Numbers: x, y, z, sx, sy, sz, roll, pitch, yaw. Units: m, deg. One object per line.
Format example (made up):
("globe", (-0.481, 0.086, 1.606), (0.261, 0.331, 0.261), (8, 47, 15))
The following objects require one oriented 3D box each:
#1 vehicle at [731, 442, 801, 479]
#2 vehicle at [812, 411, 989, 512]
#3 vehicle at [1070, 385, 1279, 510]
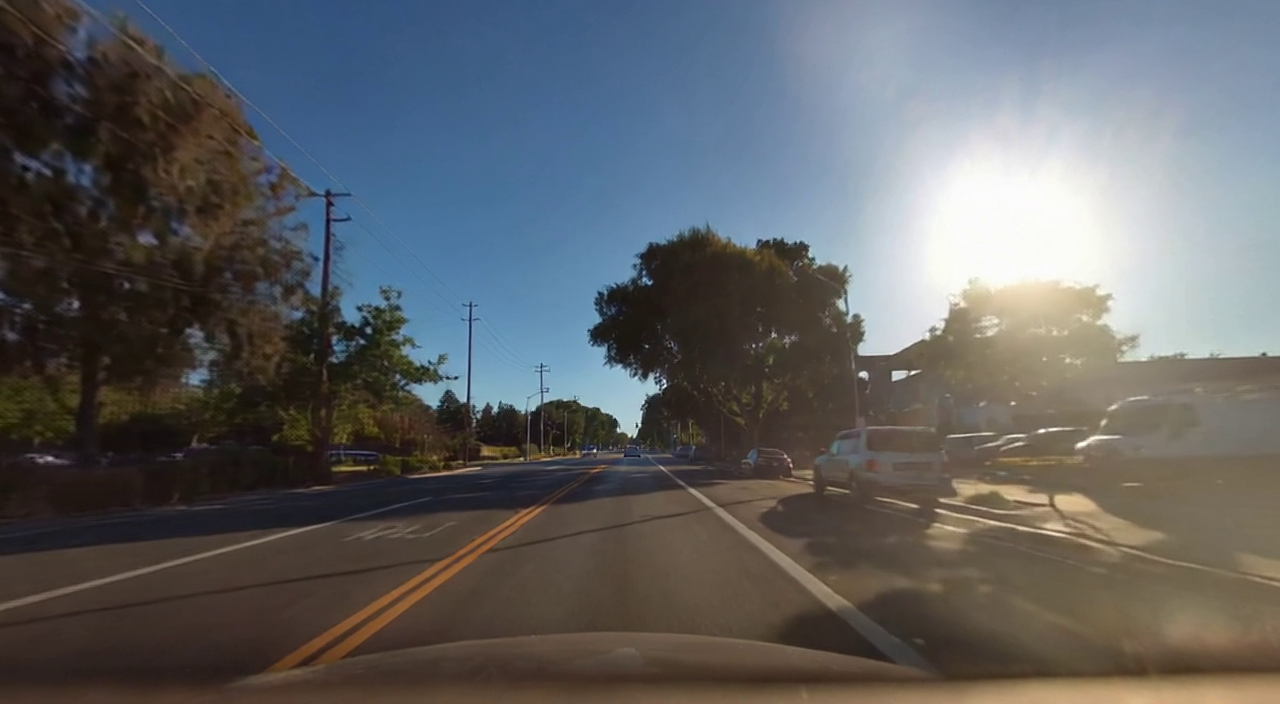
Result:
("vehicle", (5.978, 5.225, 30.618), (2.282, 1.566, 4.705), (-1, -9, -1))
("vehicle", (6.360, 2.775, 16.440), (2.275, 2.132, 5.726), (0, -8, 2))
("vehicle", (15.767, 2.443, 16.448), (6.969, 2.929, 2.793), (0, -8, 0))
